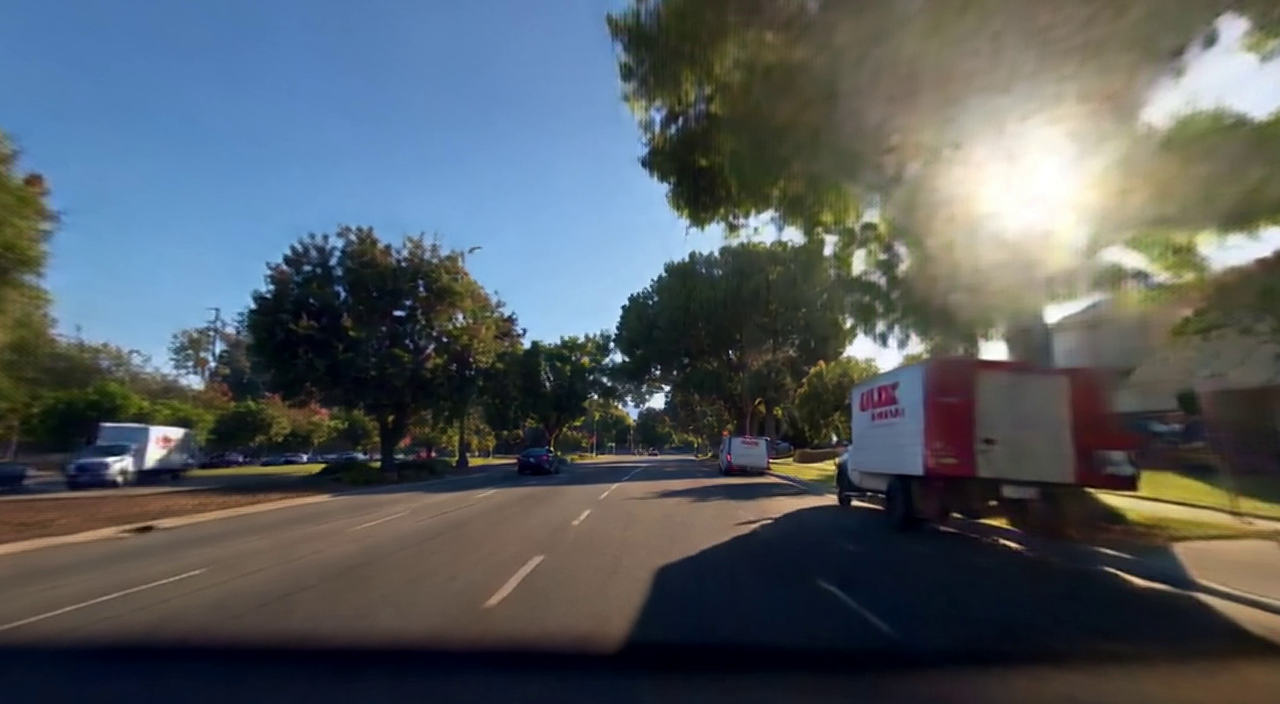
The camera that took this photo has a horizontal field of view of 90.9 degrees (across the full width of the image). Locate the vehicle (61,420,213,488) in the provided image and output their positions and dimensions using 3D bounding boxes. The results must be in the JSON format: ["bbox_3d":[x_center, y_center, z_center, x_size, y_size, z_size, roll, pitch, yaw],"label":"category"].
[{"bbox_3d":[-22.546,4.594,28.728,2.421,2.746,5.968,1,-8,-6],"label":"vehicle"}]

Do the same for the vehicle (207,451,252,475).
[{"bbox_3d":[-30.551,8.195,46.856,2.118,1.670,4.487,7,-11,-40],"label":"vehicle"}]

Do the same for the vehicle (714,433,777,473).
[{"bbox_3d":[5.751,5.636,35.380,2.695,2.013,6.661,0,-8,3],"label":"vehicle"}]

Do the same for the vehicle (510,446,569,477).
[{"bbox_3d":[-5.154,5.654,32.914,2.060,1.473,4.645,0,-8,3],"label":"vehicle"}]
